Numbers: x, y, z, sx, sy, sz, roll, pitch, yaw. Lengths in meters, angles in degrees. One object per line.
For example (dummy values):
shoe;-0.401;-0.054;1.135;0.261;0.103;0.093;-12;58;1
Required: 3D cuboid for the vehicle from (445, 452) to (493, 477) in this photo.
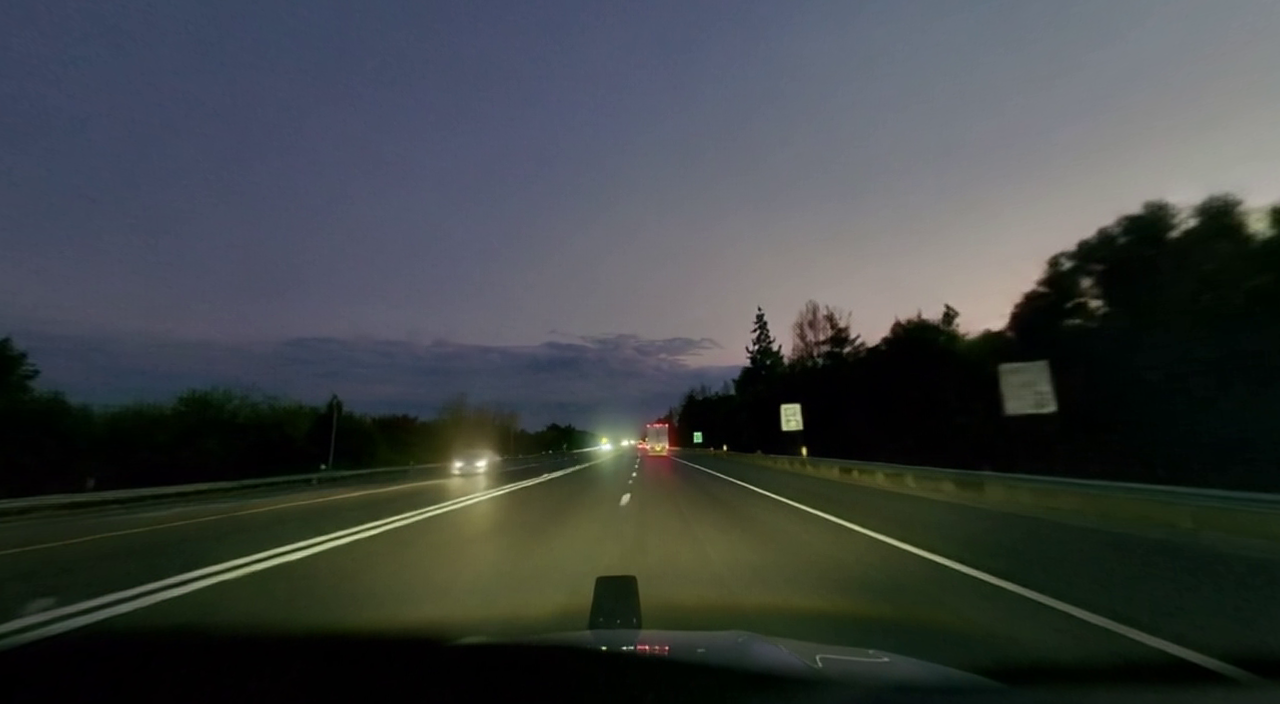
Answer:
vehicle;-11.494;7.567;42.376;1.955;1.524;4.390;0;-9;1
